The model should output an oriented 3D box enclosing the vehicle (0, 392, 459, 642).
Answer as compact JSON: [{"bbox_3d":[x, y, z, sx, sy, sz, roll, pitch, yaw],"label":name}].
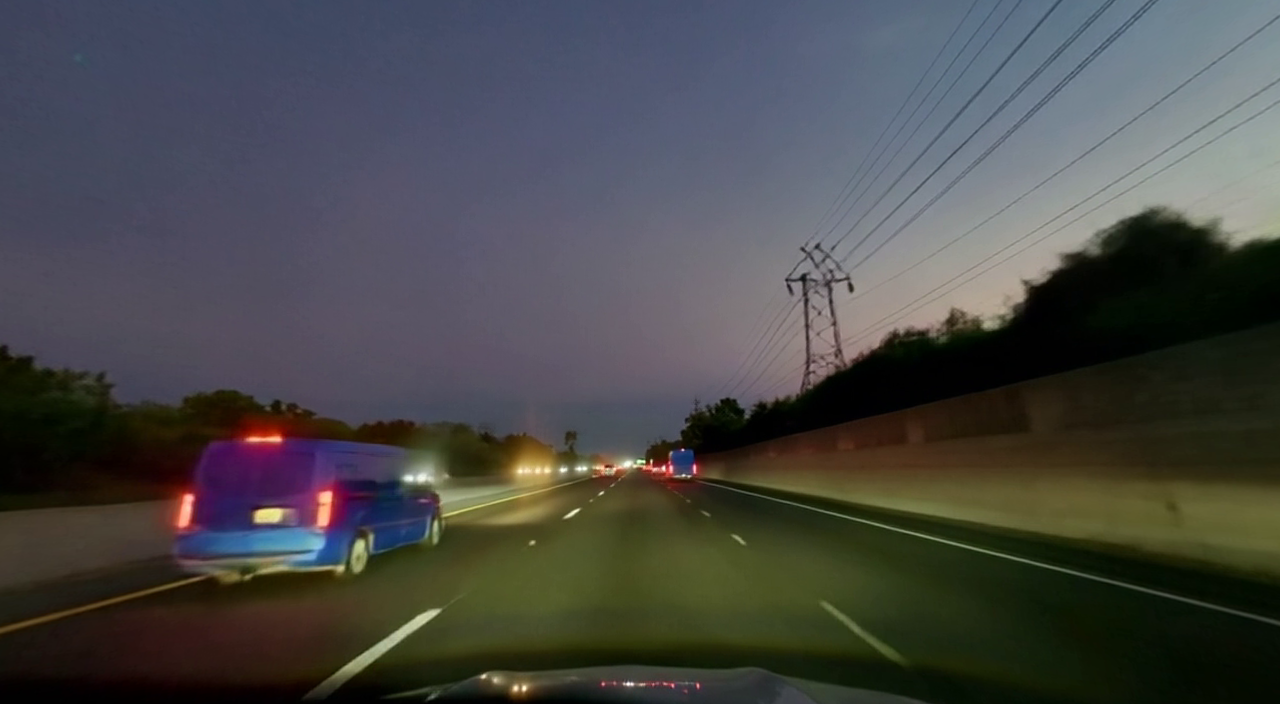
[{"bbox_3d":[-3.780,1.611,6.947,2.153,1.756,4.730,1,-10,0],"label":"vehicle"}]
